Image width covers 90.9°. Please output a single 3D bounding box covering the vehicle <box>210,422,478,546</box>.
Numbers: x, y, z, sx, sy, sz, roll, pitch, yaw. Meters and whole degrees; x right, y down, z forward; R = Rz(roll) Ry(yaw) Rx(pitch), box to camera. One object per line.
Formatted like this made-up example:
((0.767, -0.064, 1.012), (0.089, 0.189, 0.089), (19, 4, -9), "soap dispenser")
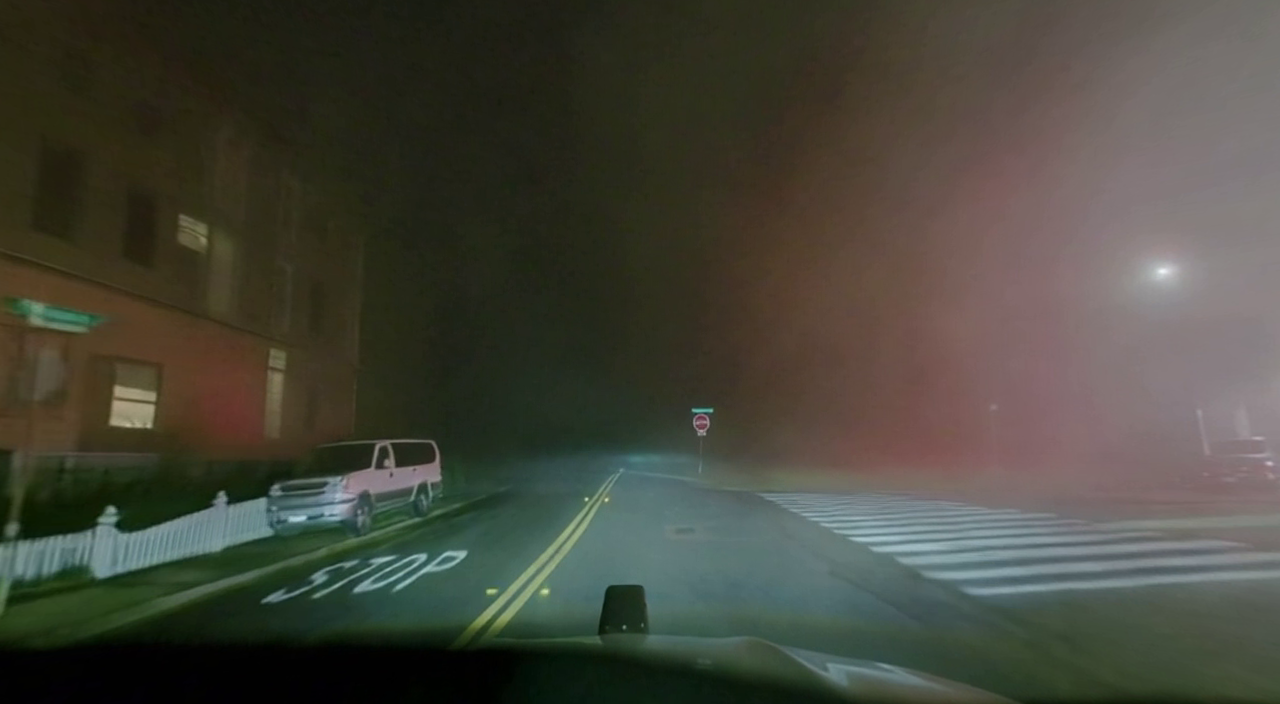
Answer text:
((-5.497, 2.507, 13.073), (2.308, 1.899, 6.107), (-2, -8, 4), "vehicle")
